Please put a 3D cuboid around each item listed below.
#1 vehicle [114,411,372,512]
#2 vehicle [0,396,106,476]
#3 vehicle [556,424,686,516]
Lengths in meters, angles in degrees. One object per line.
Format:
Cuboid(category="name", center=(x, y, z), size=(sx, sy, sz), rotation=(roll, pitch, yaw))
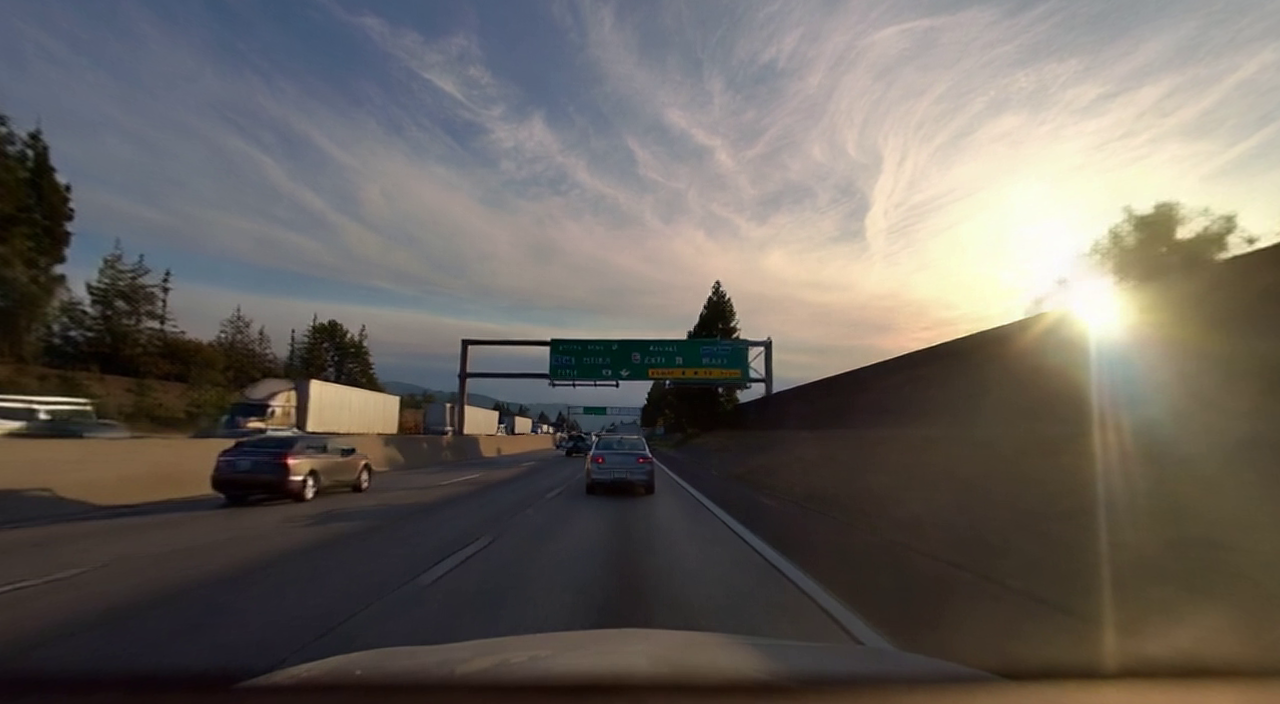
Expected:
Cuboid(category="vehicle", center=(-7.558, 2.139, 12.718), size=(2.325, 1.663, 4.426), rotation=(0, -8, 0))
Cuboid(category="vehicle", center=(-14.628, 1.859, 13.896), size=(1.895, 1.683, 4.224), rotation=(0, -8, 0))
Cuboid(category="vehicle", center=(-0.320, 2.261, 12.636), size=(2.127, 1.497, 4.445), rotation=(0, -8, 0))
